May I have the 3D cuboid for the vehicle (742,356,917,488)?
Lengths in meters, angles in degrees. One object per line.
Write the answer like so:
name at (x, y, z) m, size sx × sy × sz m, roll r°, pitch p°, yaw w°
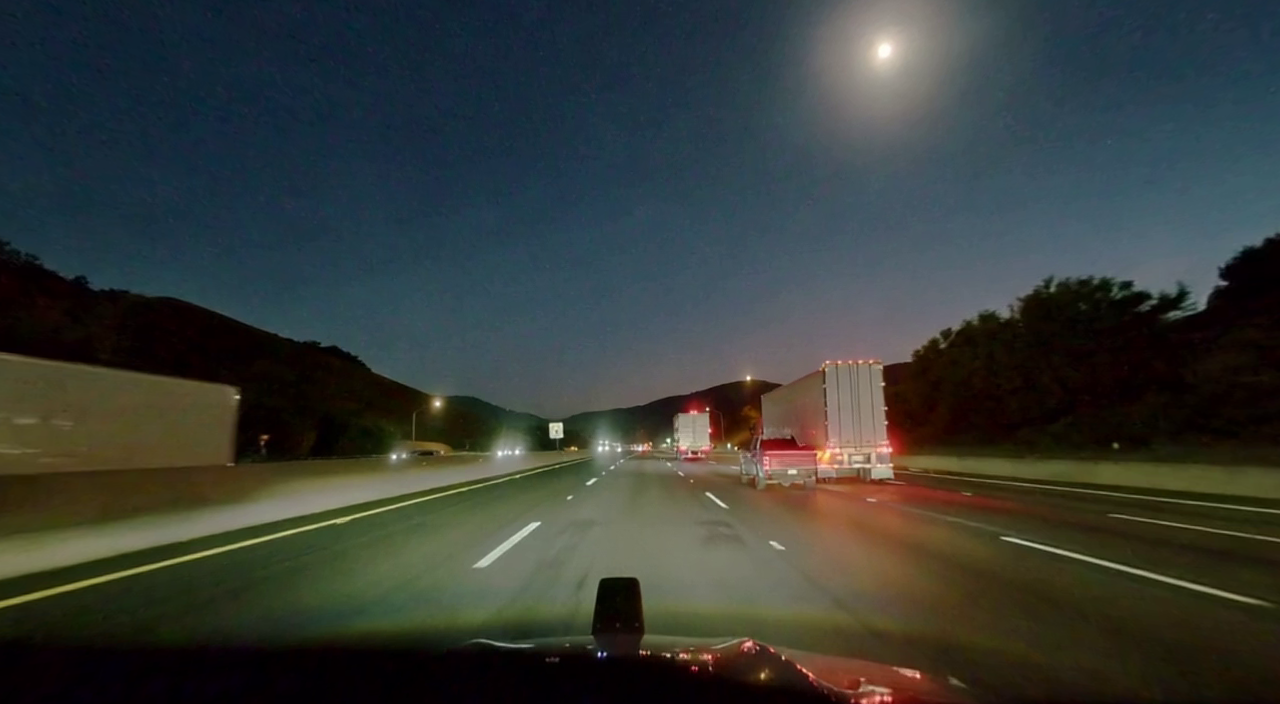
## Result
vehicle at (7.323, 3.415, 28.143) m, size 2.947 × 4.199 × 16.175 m, roll 0°, pitch -9°, yaw 1°

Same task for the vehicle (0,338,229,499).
vehicle at (-16.917, 1.886, 17.079) m, size 2.841 × 3.835 × 12.769 m, roll 0°, pitch -9°, yaw 0°

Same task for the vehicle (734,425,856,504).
vehicle at (3.796, 2.852, 16.308) m, size 2.055 × 1.737 × 4.224 m, roll 0°, pitch -9°, yaw 0°
